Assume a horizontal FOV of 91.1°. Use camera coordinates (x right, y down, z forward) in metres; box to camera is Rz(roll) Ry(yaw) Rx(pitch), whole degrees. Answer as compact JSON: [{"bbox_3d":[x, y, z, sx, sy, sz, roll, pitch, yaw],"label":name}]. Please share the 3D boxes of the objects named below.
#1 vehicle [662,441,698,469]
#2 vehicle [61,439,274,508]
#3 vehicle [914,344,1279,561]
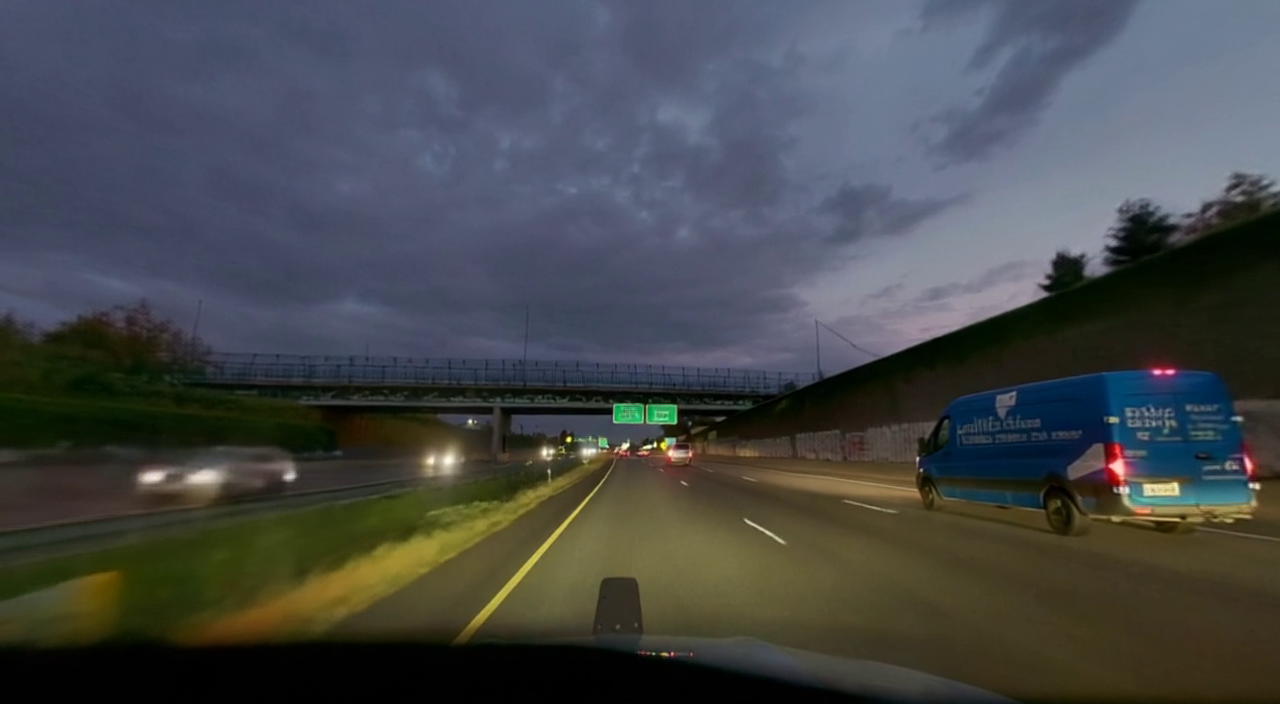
[{"bbox_3d":[2.866,7.537,46.128,2.007,1.943,5.010,0,-9,-3],"label":"vehicle"},{"bbox_3d":[-11.739,3.025,16.149,2.003,1.496,4.559,0,-9,-1],"label":"vehicle"},{"bbox_3d":[7.143,1.637,10.563,2.283,2.631,5.719,0,-9,-2],"label":"vehicle"}]
